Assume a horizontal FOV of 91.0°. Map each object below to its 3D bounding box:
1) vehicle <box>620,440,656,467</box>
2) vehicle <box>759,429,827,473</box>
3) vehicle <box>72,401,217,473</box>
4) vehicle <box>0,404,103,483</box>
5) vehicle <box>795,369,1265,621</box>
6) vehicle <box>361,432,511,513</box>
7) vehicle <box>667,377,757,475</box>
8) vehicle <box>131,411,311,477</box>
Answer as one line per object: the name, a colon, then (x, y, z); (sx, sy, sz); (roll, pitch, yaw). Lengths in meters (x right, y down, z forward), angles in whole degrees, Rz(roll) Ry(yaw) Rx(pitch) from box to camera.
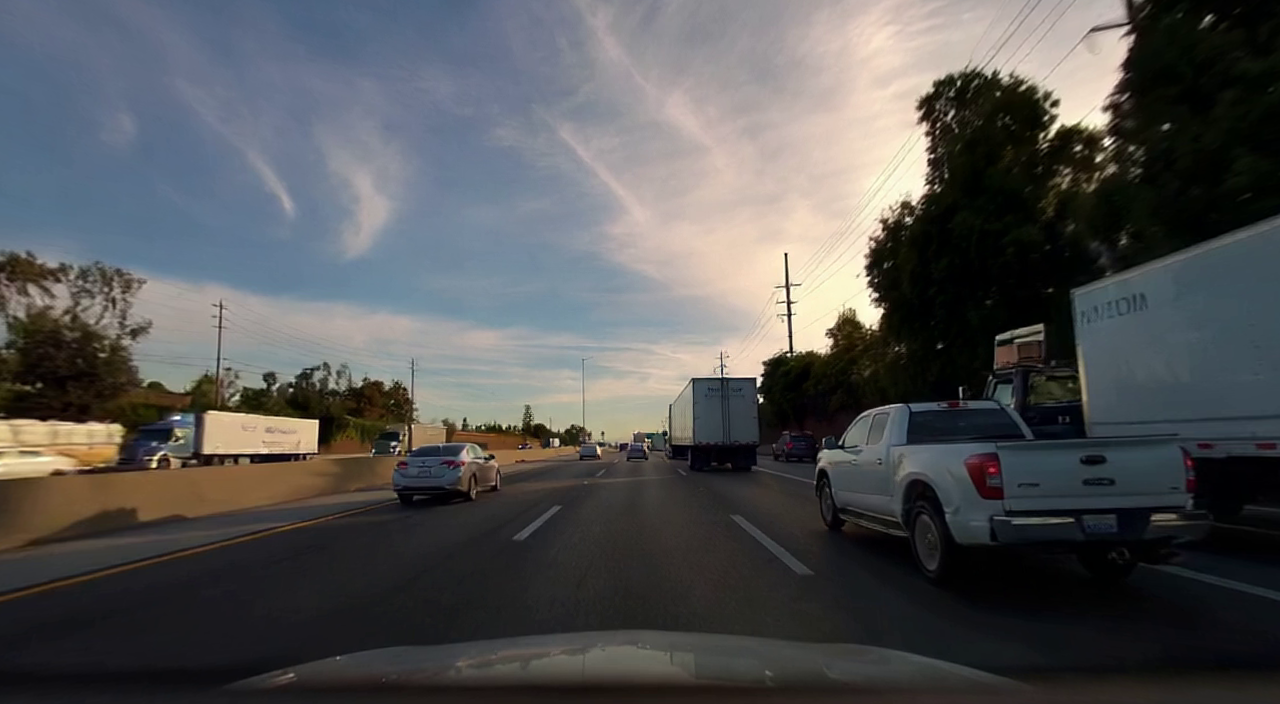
vehicle: (-0.108, 5.947, 37.084); (2.047, 1.485, 3.938); (0, -8, 0)
vehicle: (7.387, 4.839, 30.932); (2.079, 1.938, 4.630); (0, -8, -1)
vehicle: (-28.744, 5.012, 37.021); (3.015, 3.829, 6.868); (0, -8, -3)
vehicle: (-20.295, 2.788, 19.152); (2.251, 2.324, 6.186); (0, -8, 2)
vehicle: (3.532, 1.418, 7.256); (2.132, 1.869, 4.978); (0, -8, -1)
vehicle: (-4.232, 2.544, 13.787); (1.968, 1.507, 3.829); (0, -8, 1)
vehicle: (3.365, 4.253, 34.536); (2.907, 4.109, 16.177); (0, -8, 0)
vehicle: (-29.405, 6.489, 45.955); (3.049, 3.899, 16.316); (0, -7, -4)
